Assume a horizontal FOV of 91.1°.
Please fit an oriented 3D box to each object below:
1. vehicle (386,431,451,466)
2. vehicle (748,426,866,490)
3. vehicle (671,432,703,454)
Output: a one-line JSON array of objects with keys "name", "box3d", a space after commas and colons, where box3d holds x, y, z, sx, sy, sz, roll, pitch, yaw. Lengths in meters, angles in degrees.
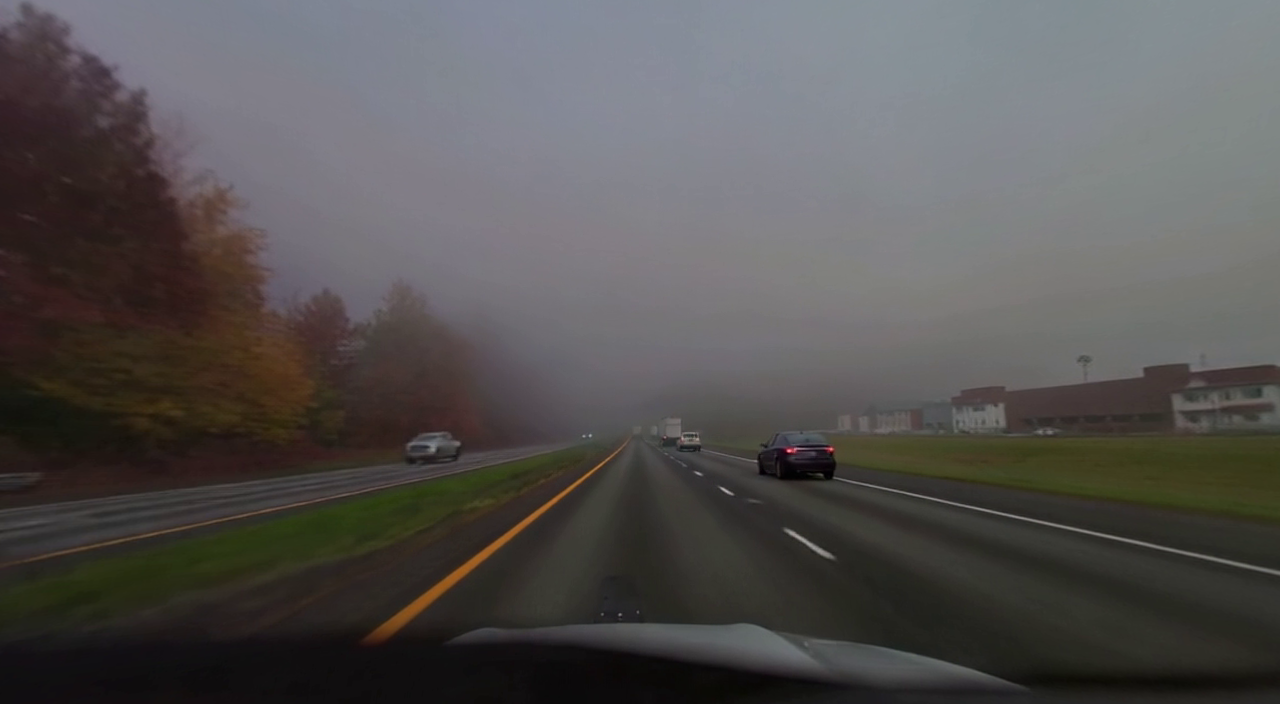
[{"name": "vehicle", "box3d": [-12.253, 5.366, 35.084, 1.987, 1.778, 4.437, 0, -8, 0]}, {"name": "vehicle", "box3d": [4.411, 2.863, 17.351, 2.024, 1.516, 4.197, 0, -8, -1]}, {"name": "vehicle", "box3d": [3.505, 6.904, 47.717, 2.057, 1.540, 4.158, 0, -8, -1]}]
